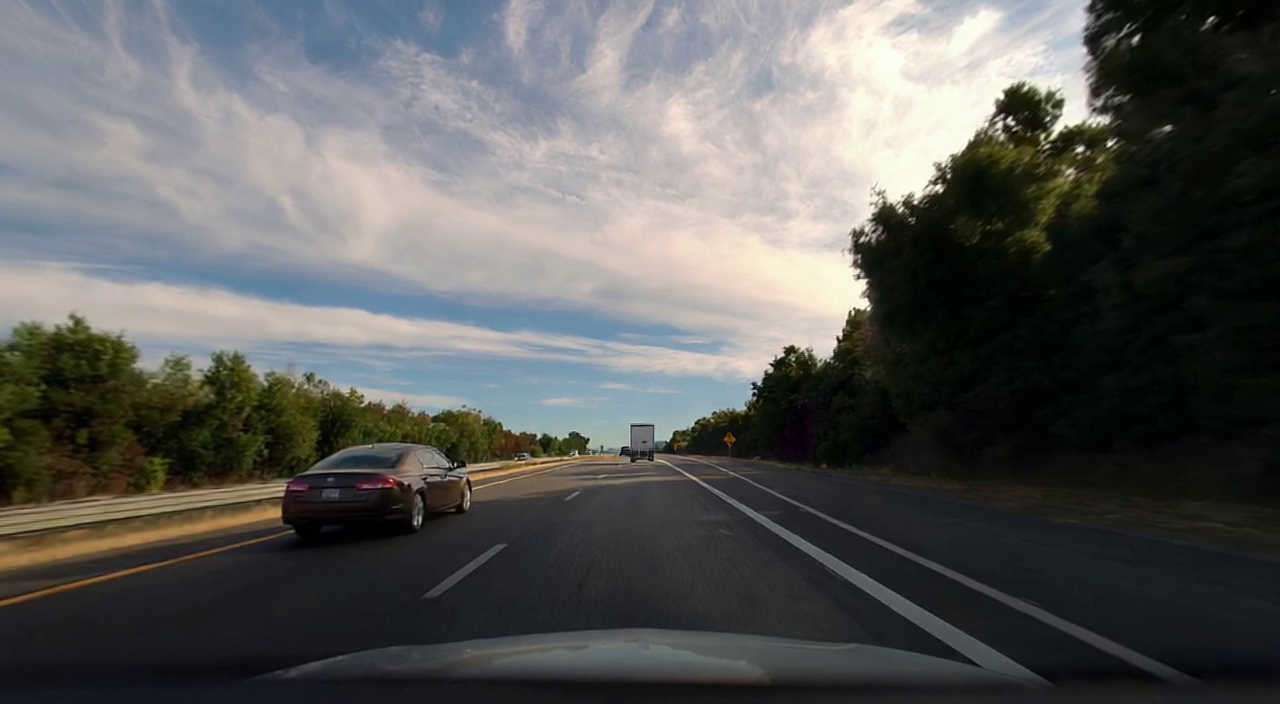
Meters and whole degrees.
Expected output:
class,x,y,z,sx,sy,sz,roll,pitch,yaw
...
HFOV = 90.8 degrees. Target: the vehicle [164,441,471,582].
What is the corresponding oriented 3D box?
class,x,y,z,sx,sy,sz,roll,pitch,yaw
vehicle,-3.927,1.989,8.678,1.955,1.438,4.100,-1,-9,2
